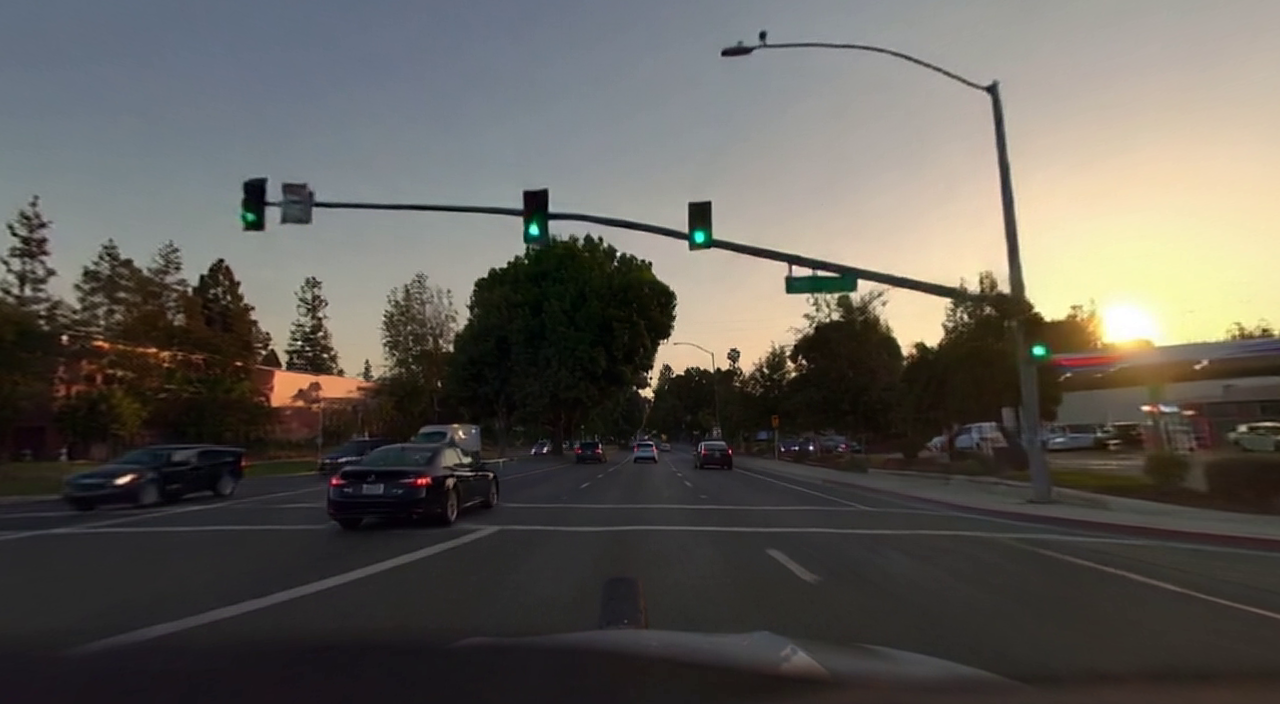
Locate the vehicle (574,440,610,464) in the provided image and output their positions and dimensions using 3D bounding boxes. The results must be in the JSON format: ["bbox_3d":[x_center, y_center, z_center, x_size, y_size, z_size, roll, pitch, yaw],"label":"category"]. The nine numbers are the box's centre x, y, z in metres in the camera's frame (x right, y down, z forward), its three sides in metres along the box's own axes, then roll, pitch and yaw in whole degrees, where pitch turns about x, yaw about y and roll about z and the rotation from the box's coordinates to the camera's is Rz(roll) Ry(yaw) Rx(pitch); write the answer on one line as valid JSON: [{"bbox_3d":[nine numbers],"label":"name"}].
[{"bbox_3d":[-3.020,6.325,40.072,1.841,1.474,4.038,0,-8,2],"label":"vehicle"}]

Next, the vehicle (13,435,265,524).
[{"bbox_3d":[-11.492,2.886,15.027,2.130,1.672,4.549,-4,-8,4],"label":"vehicle"}]

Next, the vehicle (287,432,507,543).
[{"bbox_3d":[-3.740,2.124,10.713,1.803,1.463,4.422,0,-8,2],"label":"vehicle"}]

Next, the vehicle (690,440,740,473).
[{"bbox_3d":[3.485,4.931,30.104,1.883,1.465,3.975,0,-8,0],"label":"vehicle"}]

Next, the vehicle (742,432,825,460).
[{"bbox_3d":[11.206,7.389,49.552,5.931,1.872,2.264,-3,-8,4],"label":"vehicle"}]
